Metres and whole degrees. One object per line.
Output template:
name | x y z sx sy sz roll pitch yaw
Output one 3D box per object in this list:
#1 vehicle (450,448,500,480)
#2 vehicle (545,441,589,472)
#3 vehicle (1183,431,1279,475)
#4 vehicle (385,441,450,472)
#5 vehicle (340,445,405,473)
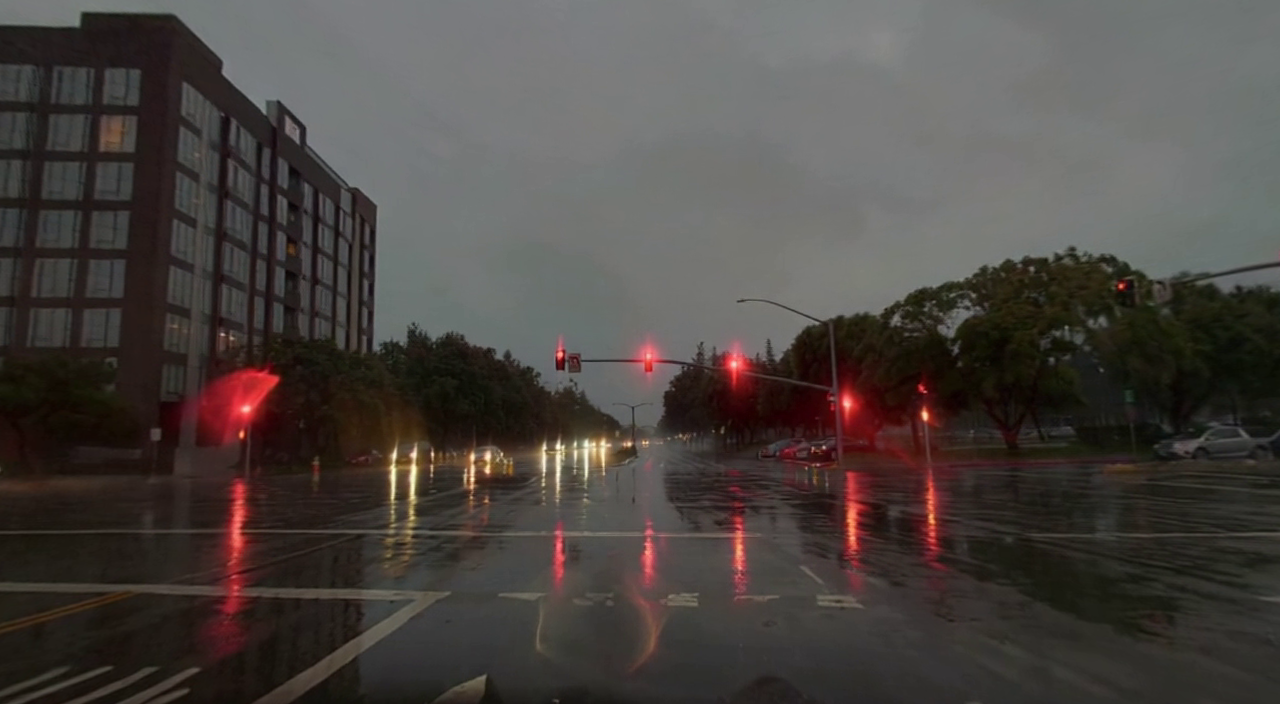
vehicle | -7.341 4.975 28.406 1.910 1.288 4.093 1 -9 -11
vehicle | -3.916 5.491 33.371 2.109 1.461 4.637 1 -9 -9
vehicle | 22.319 3.557 22.356 4.474 1.477 1.908 0 -9 -2
vehicle | -15.126 7.121 43.244 2.340 1.946 5.450 -1 -9 1
vehicle | -18.544 7.412 44.089 2.237 1.842 5.116 0 -9 0
